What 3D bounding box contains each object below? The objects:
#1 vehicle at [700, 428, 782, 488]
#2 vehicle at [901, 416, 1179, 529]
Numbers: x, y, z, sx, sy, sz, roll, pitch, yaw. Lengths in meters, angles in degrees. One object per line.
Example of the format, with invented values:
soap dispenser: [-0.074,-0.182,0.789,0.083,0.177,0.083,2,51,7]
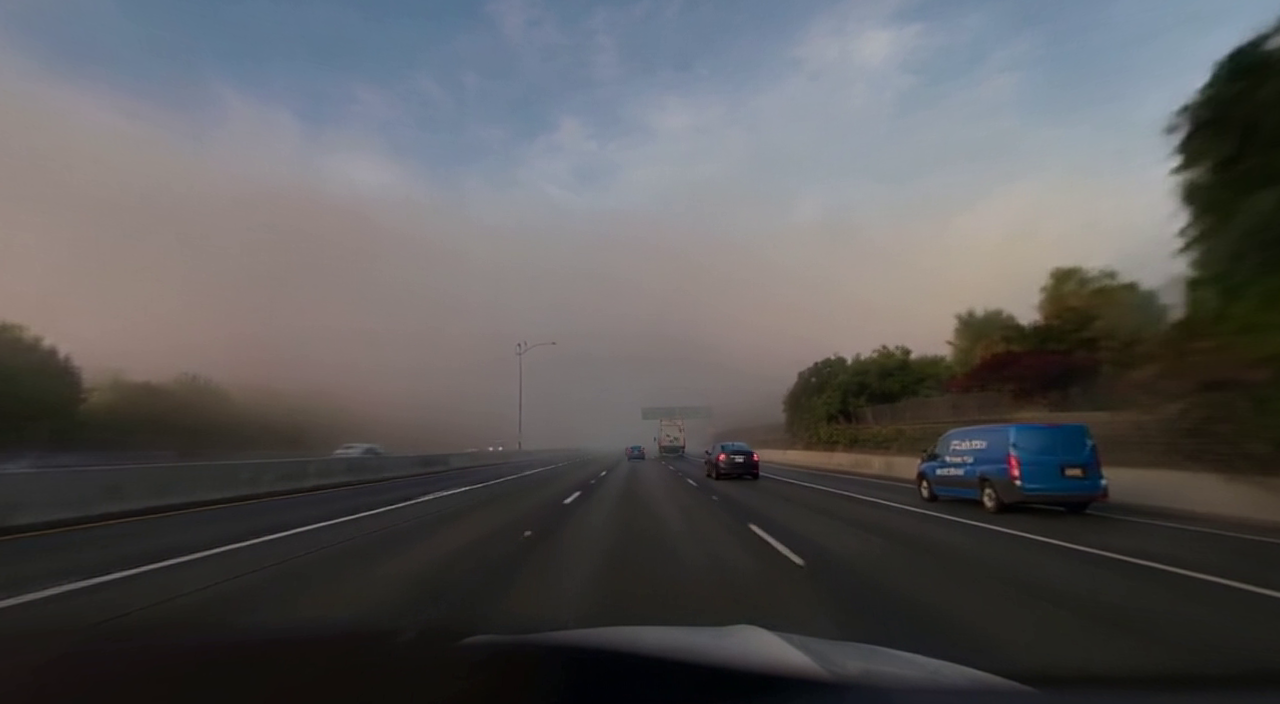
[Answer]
vehicle: [3.552,3.846,23.213,2.035,1.931,4.841,0,-9,-2]
vehicle: [7.471,2.310,12.689,2.266,1.799,4.947,0,-9,-1]
